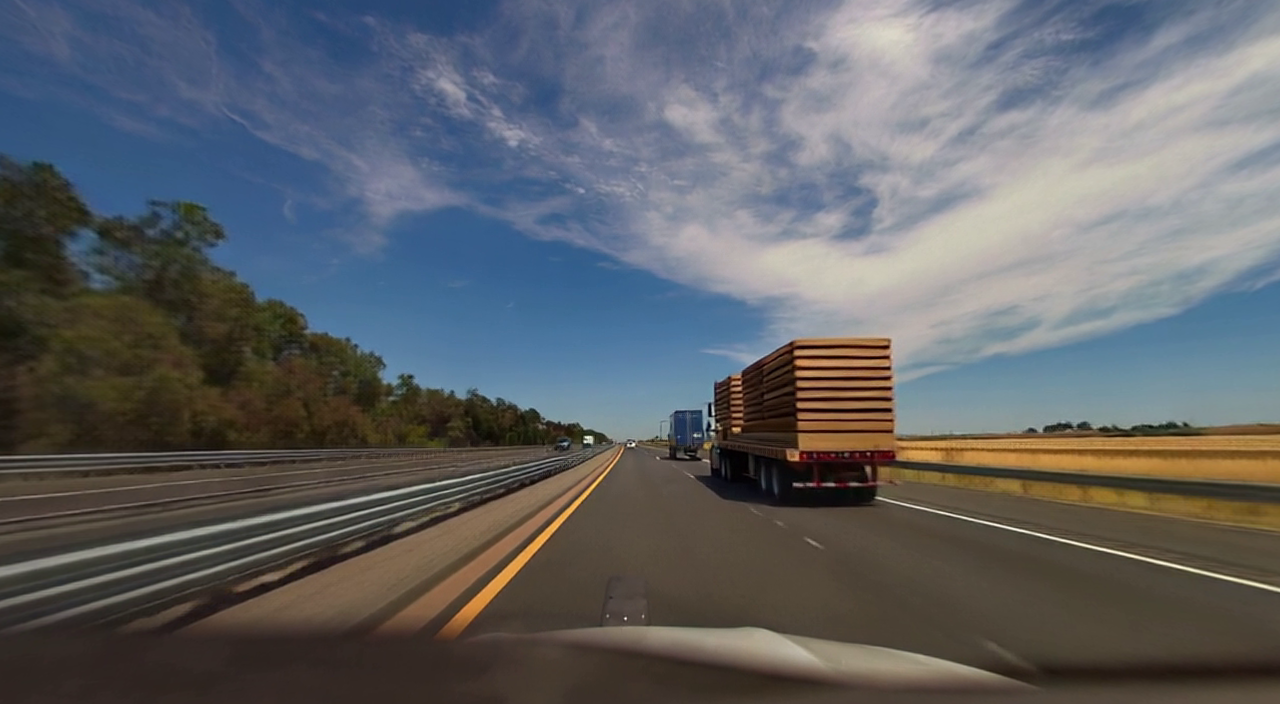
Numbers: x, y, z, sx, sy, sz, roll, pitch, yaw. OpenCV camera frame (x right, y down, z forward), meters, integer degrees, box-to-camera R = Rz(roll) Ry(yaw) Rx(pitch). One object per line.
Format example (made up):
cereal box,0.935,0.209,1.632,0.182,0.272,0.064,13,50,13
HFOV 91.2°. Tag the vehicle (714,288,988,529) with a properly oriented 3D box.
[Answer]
vehicle,4.344,1.844,17.550,3.024,4.065,13.796,-1,-8,1
